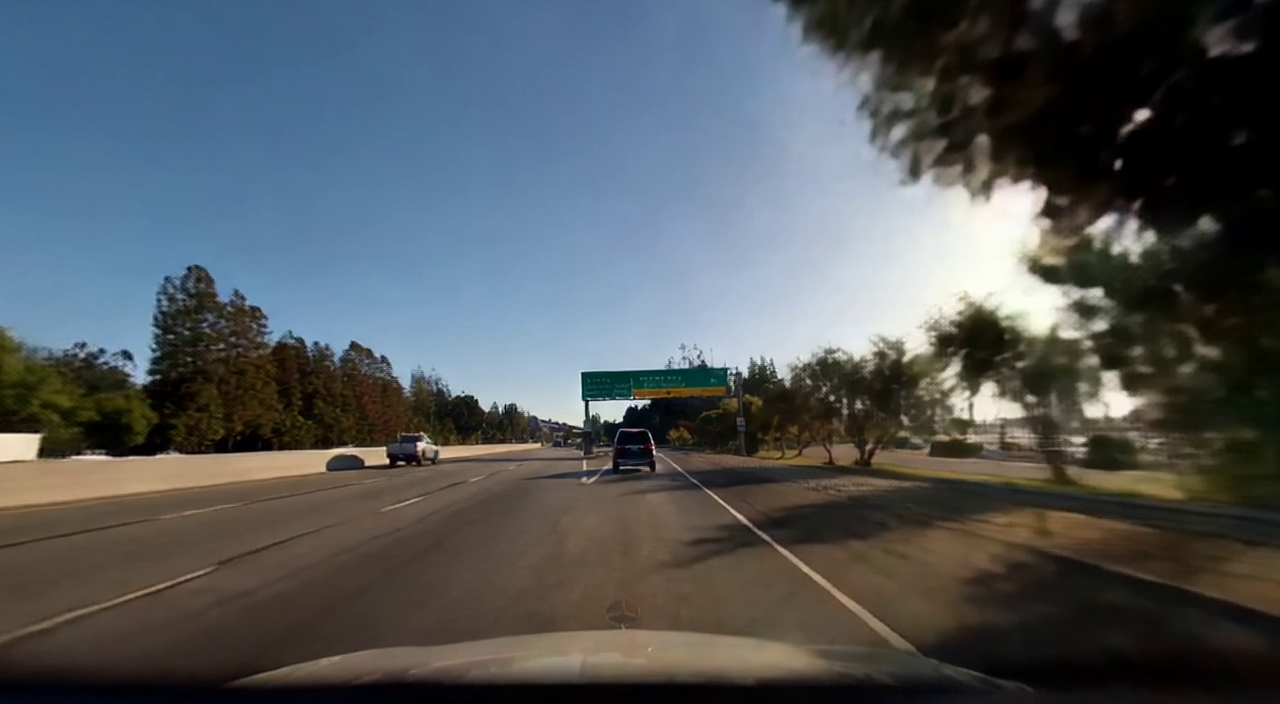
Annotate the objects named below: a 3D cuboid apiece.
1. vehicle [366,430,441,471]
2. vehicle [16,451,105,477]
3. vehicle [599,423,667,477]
[{"bbox_3d":[-12.342,5.186,33.392,2.289,1.955,5.147,0,-8,-4],"label":"vehicle"},{"bbox_3d":[-37.770,7.289,41.319,1.820,1.564,4.436,0,-8,-4],"label":"vehicle"},{"bbox_3d":[-0.300,3.990,25.890,2.497,1.957,5.432,-1,-8,-1],"label":"vehicle"}]
